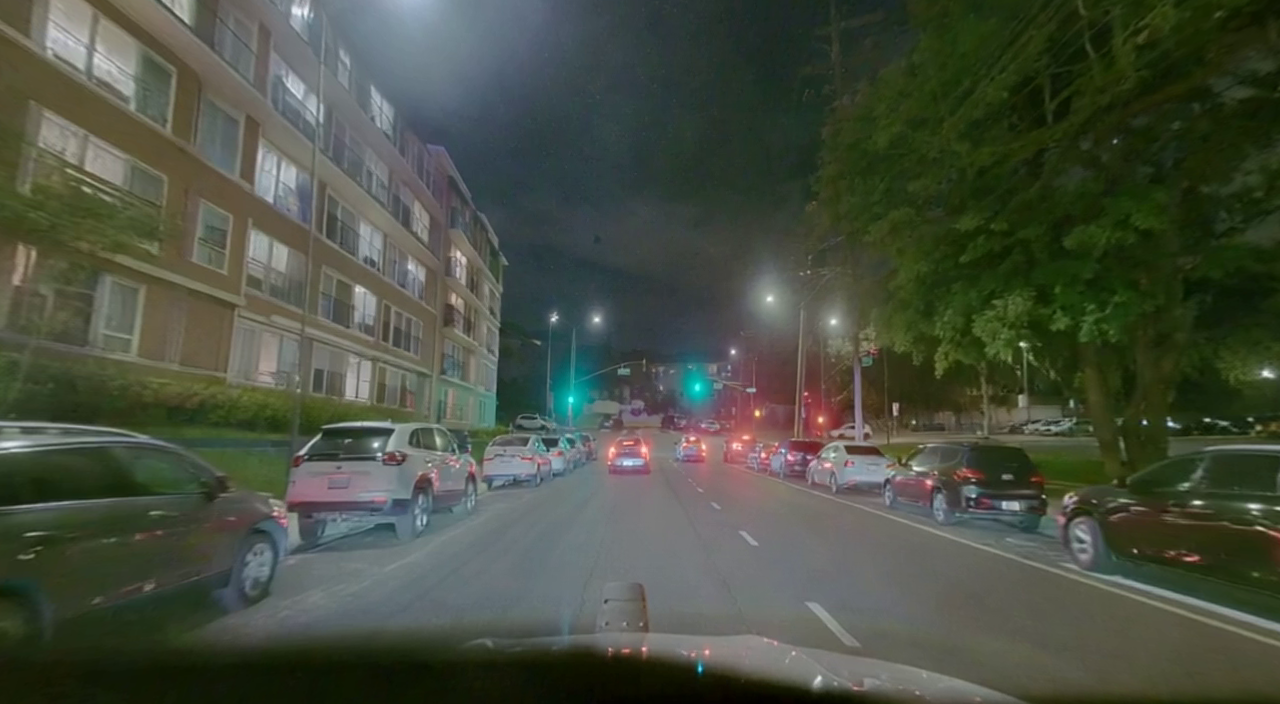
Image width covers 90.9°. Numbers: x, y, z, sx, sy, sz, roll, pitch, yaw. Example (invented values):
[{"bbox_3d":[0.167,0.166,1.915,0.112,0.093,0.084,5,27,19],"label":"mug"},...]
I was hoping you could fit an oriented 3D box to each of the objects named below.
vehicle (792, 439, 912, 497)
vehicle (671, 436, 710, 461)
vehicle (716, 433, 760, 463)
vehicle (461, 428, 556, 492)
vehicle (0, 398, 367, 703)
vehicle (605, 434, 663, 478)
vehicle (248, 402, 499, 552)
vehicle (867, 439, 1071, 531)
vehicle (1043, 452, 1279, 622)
[{"bbox_3d":[6.185,3.405,19.024,1.980,1.518,4.526,0,-8,-1],"label":"vehicle"},{"bbox_3d":[3.113,6.101,39.874,2.055,1.450,4.676,0,-8,0],"label":"vehicle"},{"bbox_3d":[6.018,5.939,39.148,1.999,1.752,4.502,0,-8,0],"label":"vehicle"},{"bbox_3d":[-3.692,3.112,18.439,1.831,1.650,3.852,0,-8,2],"label":"vehicle"},{"bbox_3d":[-3.708,1.160,4.131,1.835,1.497,4.146,0,-8,2],"label":"vehicle"},{"bbox_3d":[-0.227,3.798,23.139,1.923,1.460,3.923,0,-8,-1],"label":"vehicle"},{"bbox_3d":[-3.636,1.799,9.661,1.975,1.759,4.250,0,-8,0],"label":"vehicle"},{"bbox_3d":[6.181,2.506,12.503,1.814,1.490,4.109,0,-8,0],"label":"vehicle"},{"bbox_3d":[6.071,1.703,5.842,1.757,1.316,4.632,5,-8,1],"label":"vehicle"}]
